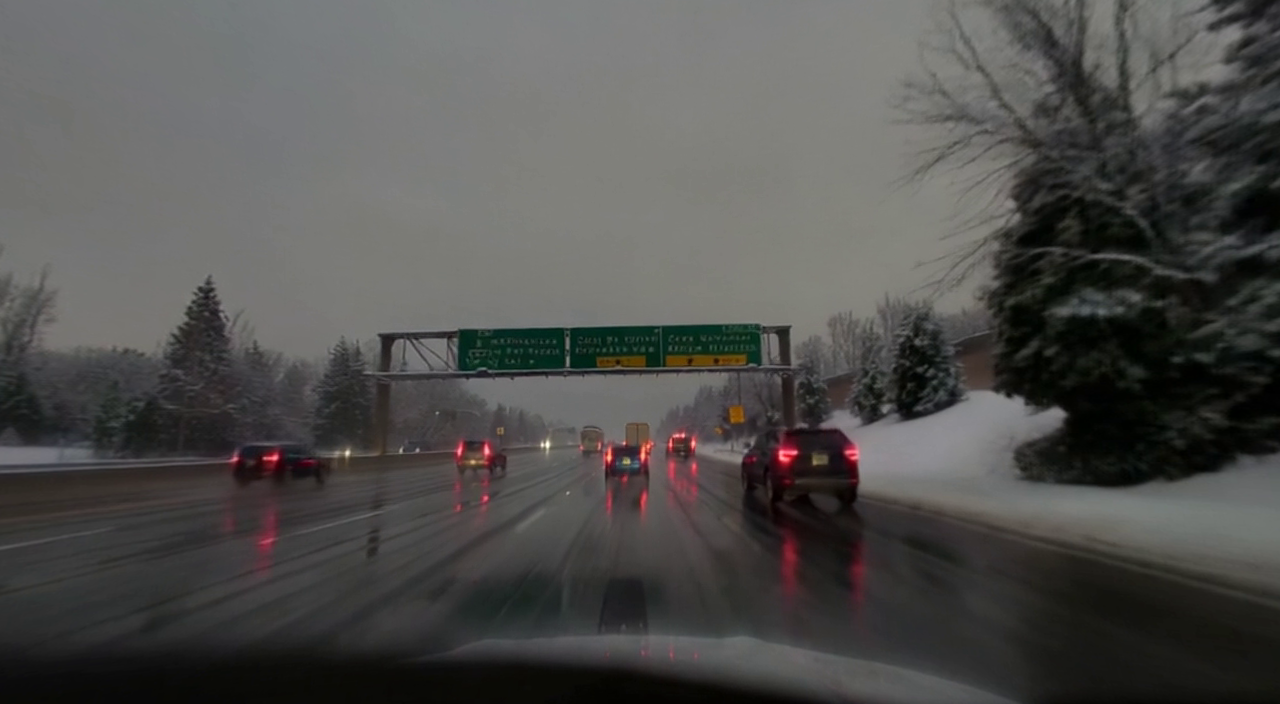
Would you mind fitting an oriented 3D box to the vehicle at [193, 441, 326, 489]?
[{"bbox_3d":[-14.448,4.288,24.393,2.055,1.628,4.898,0,-8,1],"label":"vehicle"}]

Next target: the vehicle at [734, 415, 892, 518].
[{"bbox_3d":[3.351,2.315,13.204,2.001,1.771,4.250,0,-8,-1],"label":"vehicle"}]

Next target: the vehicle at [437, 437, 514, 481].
[{"bbox_3d":[-6.794,4.464,26.544,2.060,1.669,4.242,0,-8,0],"label":"vehicle"}]

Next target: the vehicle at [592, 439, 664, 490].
[{"bbox_3d":[-0.343,3.542,20.216,2.042,1.446,4.269,0,-8,0],"label":"vehicle"}]
